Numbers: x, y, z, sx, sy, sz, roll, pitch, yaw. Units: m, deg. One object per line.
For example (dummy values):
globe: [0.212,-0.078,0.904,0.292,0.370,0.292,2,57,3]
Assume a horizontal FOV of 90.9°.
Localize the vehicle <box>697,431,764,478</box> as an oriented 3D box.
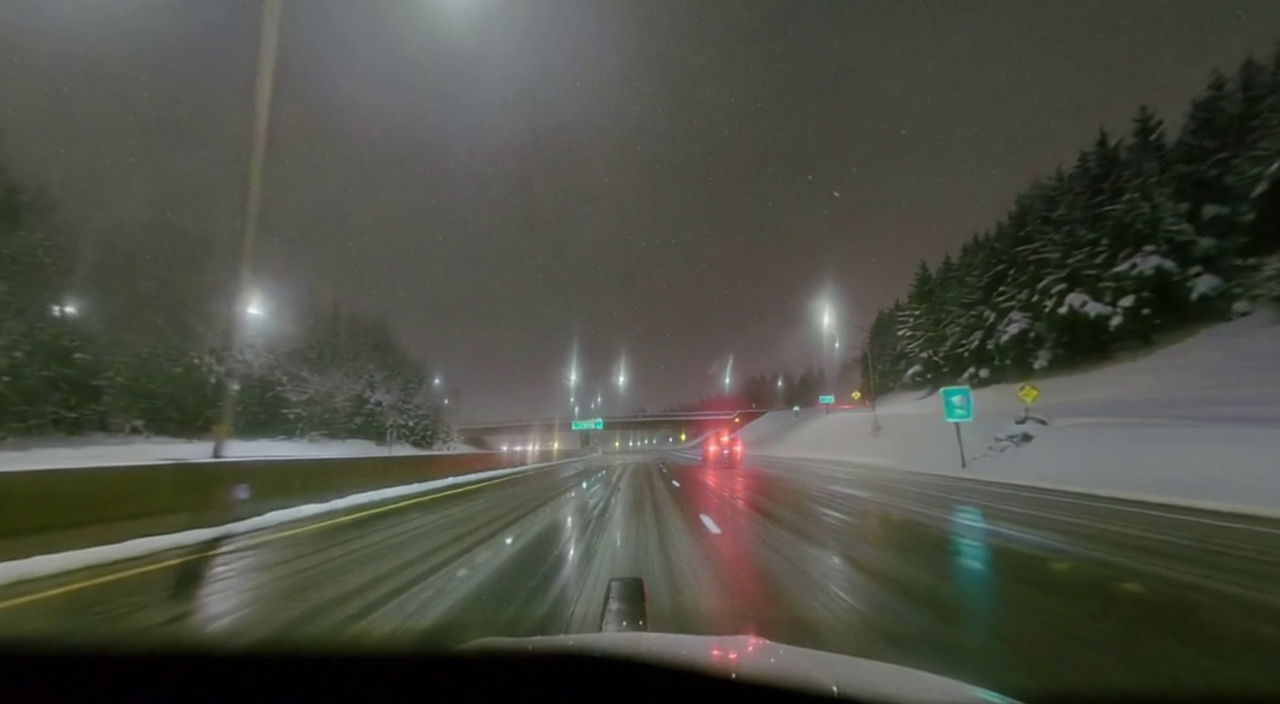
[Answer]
vehicle: [3.590,4.170,25.850,2.039,1.701,4.834,0,-8,0]
